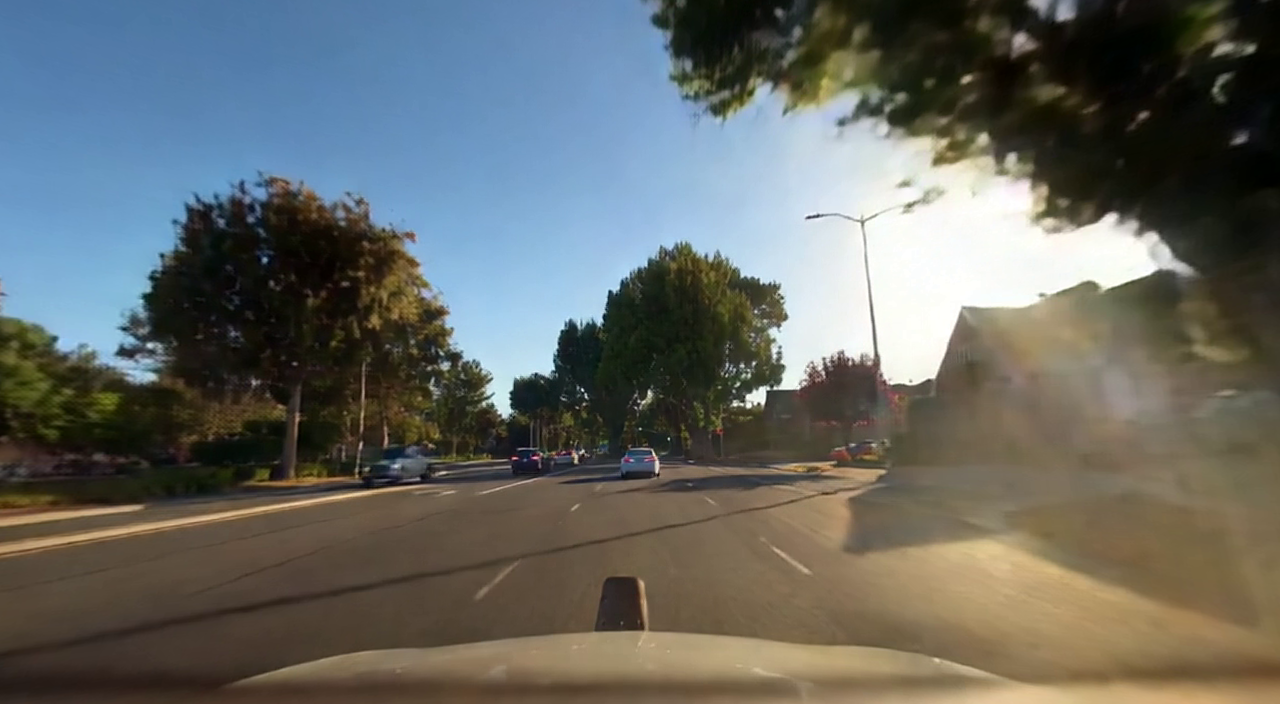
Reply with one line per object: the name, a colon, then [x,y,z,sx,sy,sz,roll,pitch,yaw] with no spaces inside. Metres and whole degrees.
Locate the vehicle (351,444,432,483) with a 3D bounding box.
vehicle: [-13.660,6.168,35.105,2.301,1.967,5.468,0,-9,0]

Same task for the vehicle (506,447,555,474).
vehicle: [-6.352,6.348,36.970,2.014,1.472,4.357,0,-9,1]

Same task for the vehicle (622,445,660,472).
vehicle: [0.091,6.333,37.620,2.106,1.517,4.375,0,-9,1]
